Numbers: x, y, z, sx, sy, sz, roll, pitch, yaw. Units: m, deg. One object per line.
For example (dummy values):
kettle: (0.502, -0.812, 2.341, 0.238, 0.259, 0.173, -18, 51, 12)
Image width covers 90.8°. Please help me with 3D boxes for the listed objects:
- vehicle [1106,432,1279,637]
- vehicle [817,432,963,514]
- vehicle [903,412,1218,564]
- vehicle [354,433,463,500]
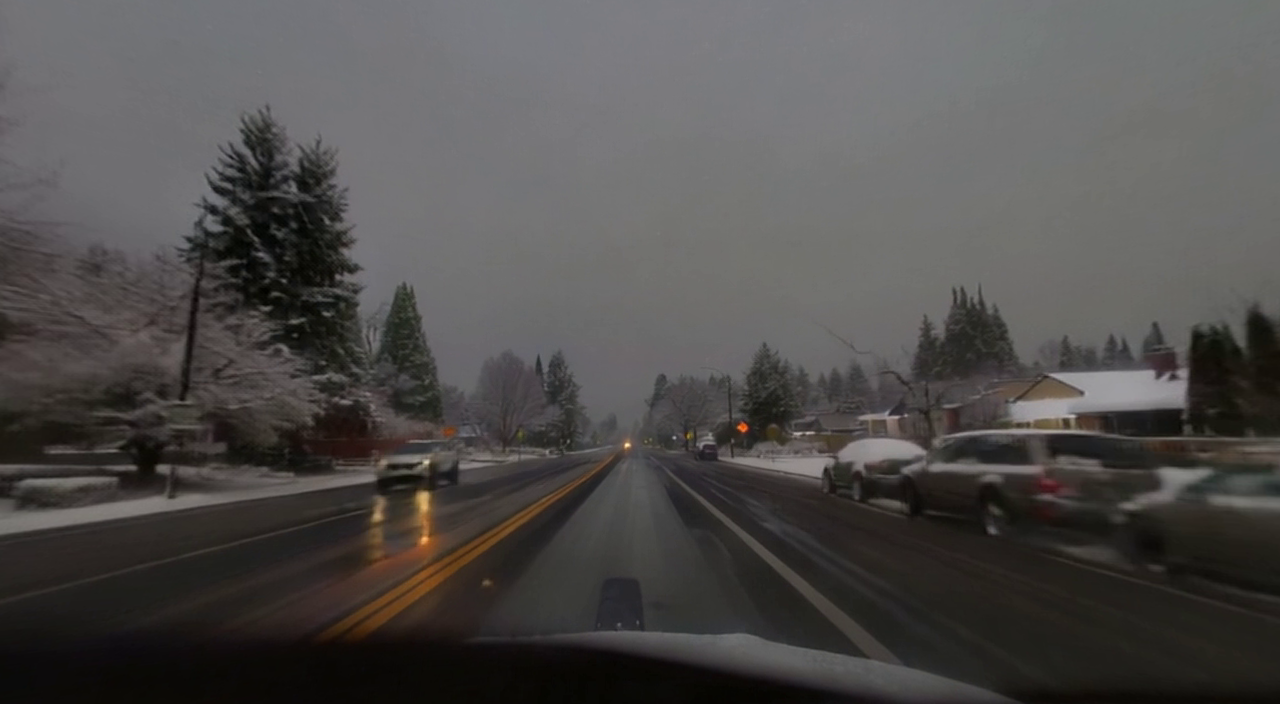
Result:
vehicle: (6.434, 1.457, 4.873, 2.226, 1.682, 4.461, 0, -8, 0)
vehicle: (6.452, 3.144, 16.928, 2.108, 1.897, 4.180, 0, -8, -1)
vehicle: (6.551, 2.139, 10.733, 2.120, 1.986, 4.543, 0, -8, -1)
vehicle: (-7.078, 3.515, 19.774, 1.907, 1.860, 3.840, 0, -8, 0)
